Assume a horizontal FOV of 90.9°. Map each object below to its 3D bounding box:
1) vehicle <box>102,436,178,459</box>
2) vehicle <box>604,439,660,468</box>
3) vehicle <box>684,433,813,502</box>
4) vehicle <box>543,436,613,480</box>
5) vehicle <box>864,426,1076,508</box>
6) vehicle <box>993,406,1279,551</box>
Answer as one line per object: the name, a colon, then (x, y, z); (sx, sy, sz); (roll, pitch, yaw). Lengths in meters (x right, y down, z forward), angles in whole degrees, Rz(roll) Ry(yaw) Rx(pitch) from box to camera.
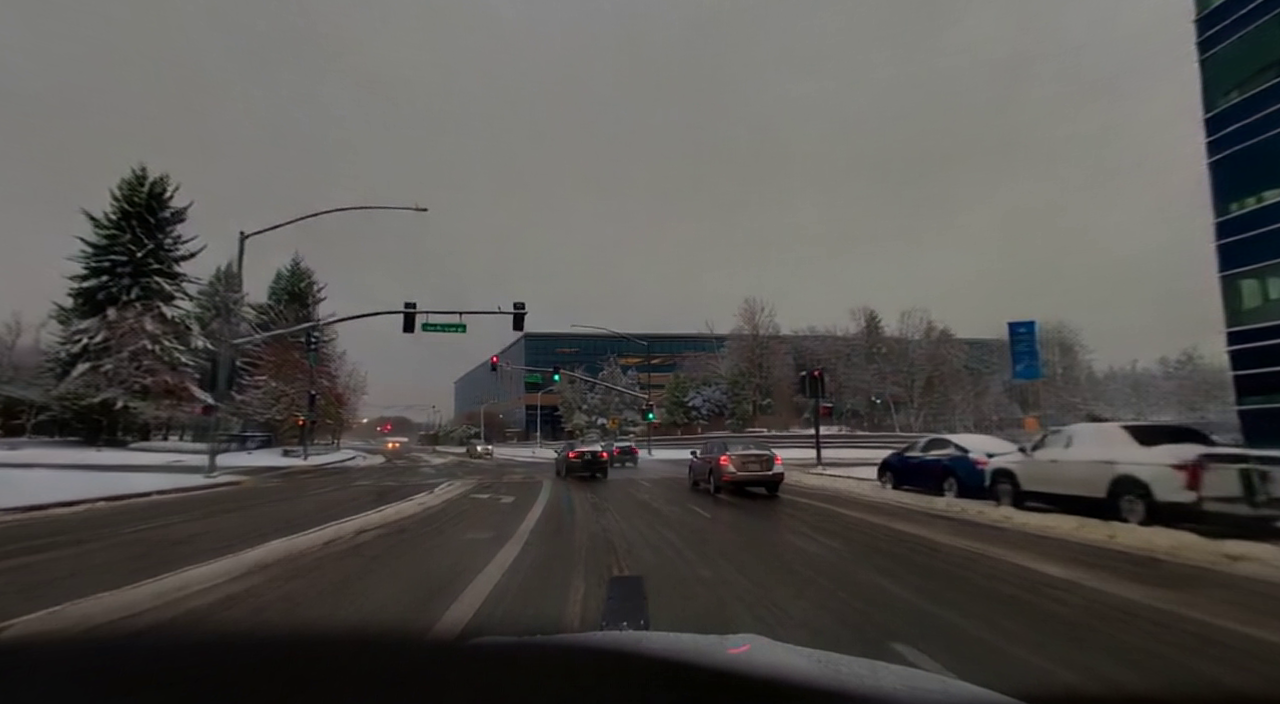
vehicle: (-35.633, 6.789, 45.011); (3.796, 1.595, 1.808); (3, -9, -23)
vehicle: (-0.530, 5.417, 33.880); (1.957, 1.463, 4.701); (2, -9, -14)
vehicle: (2.522, 2.827, 15.968); (1.984, 1.476, 4.488); (1, -8, -7)
vehicle: (-2.542, 4.097, 24.685); (2.308, 1.535, 4.811); (2, -8, -11)
vehicle: (7.028, 2.490, 14.126); (1.933, 1.522, 4.443); (1, -8, -7)
vehicle: (7.442, 1.744, 9.334); (1.825, 1.646, 4.070); (1, -8, -4)
